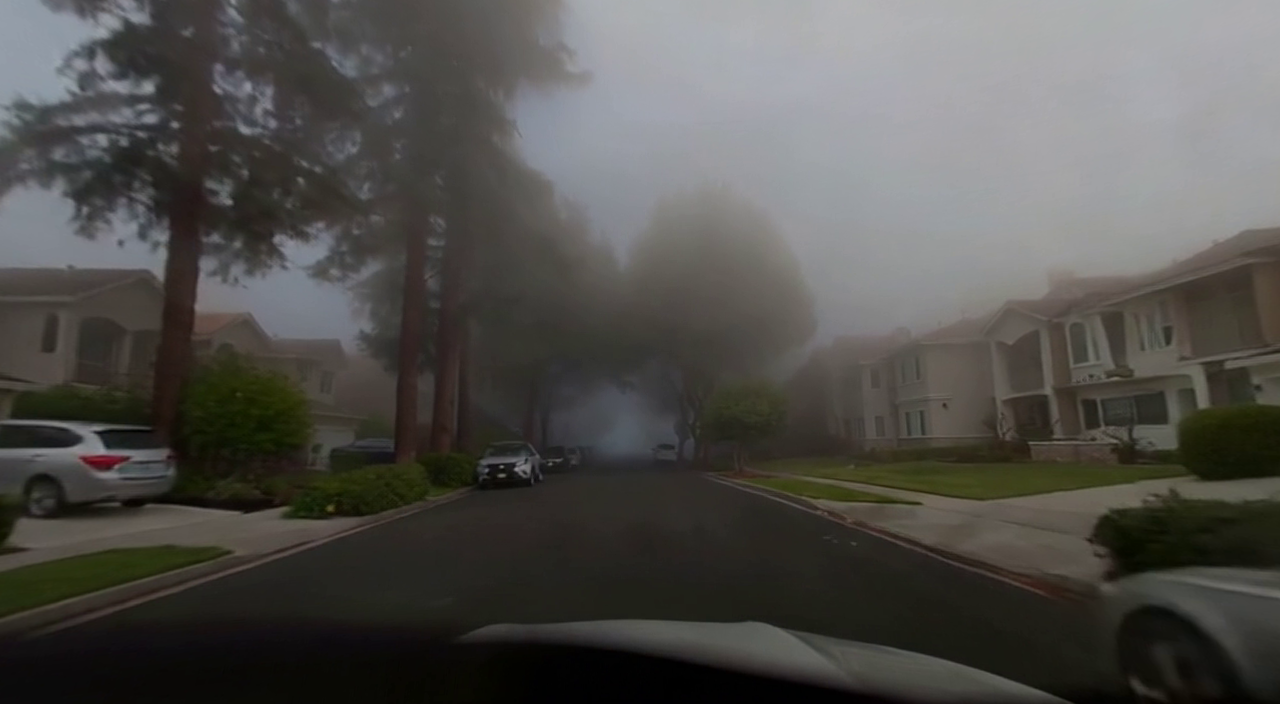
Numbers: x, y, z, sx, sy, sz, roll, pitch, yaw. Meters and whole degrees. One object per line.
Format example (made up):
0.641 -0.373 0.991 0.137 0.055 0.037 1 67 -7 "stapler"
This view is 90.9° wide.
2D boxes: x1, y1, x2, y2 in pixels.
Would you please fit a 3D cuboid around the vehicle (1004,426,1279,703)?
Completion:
3.145 0.857 1.387 1.996 1.409 4.446 0 -8 -1 "vehicle"

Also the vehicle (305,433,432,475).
-11.296 4.268 26.516 4.414 1.658 1.988 0 -8 -2 "vehicle"

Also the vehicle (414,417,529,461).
-11.040 5.782 41.949 6.780 2.770 2.970 0 -8 0 "vehicle"

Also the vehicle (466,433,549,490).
-4.289 3.654 21.159 1.974 1.664 4.539 0 -9 -3 "vehicle"

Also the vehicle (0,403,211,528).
-9.782 1.744 9.985 4.480 1.740 1.988 0 -8 2 "vehicle"
